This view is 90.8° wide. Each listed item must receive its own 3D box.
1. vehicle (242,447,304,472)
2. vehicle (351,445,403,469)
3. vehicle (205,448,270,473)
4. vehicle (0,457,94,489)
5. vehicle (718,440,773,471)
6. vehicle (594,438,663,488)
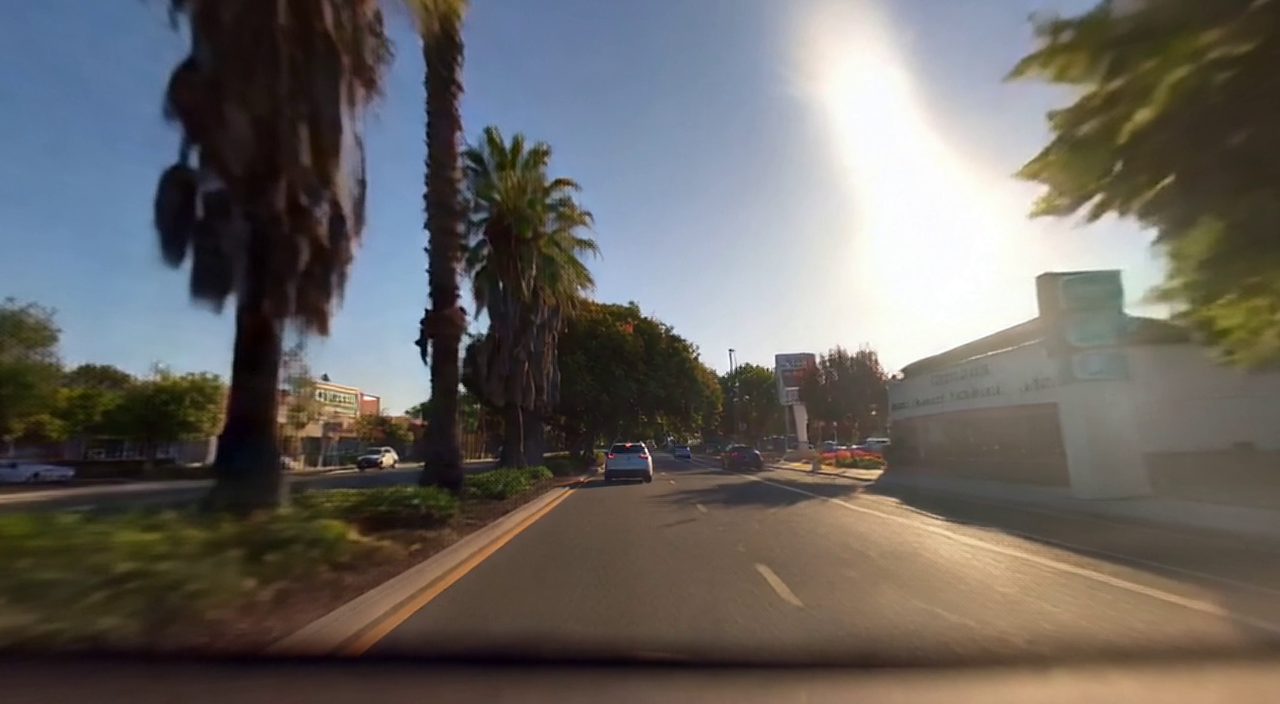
[{"bbox_3d":[-26.980,7.863,46.561,1.934,1.736,4.341,0,-9,0],"label":"vehicle"},{"bbox_3d":[-19.255,7.656,46.434,2.021,1.666,4.247,0,-9,-1],"label":"vehicle"},{"bbox_3d":[-29.791,8.010,46.928,2.011,1.753,4.066,0,-9,2],"label":"vehicle"},{"bbox_3d":[-30.152,5.985,31.269,4.345,1.476,1.937,1,-9,-3],"label":"vehicle"},{"bbox_3d":[6.014,5.944,36.459,2.244,1.618,4.585,0,-9,-2],"label":"vehicle"},{"bbox_3d":[-0.345,3.665,21.174,2.106,1.496,3.964,0,-9,0],"label":"vehicle"}]
